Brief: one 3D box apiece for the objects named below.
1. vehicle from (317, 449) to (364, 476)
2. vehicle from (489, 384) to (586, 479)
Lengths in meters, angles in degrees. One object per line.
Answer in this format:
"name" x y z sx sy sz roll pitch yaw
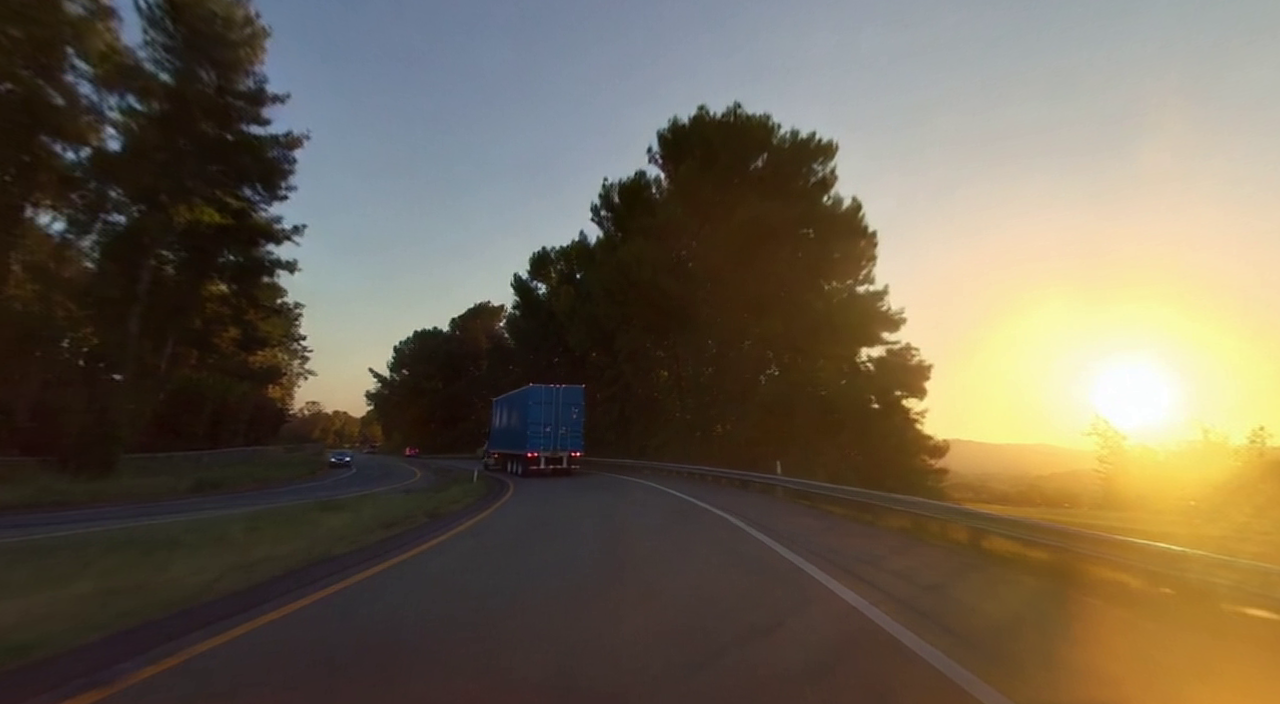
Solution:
"vehicle" -17.926 6.568 37.598 1.988 1.493 4.333 5 -10 -31
"vehicle" -6.117 4.436 34.838 3.087 4.178 13.682 1 -8 -19
